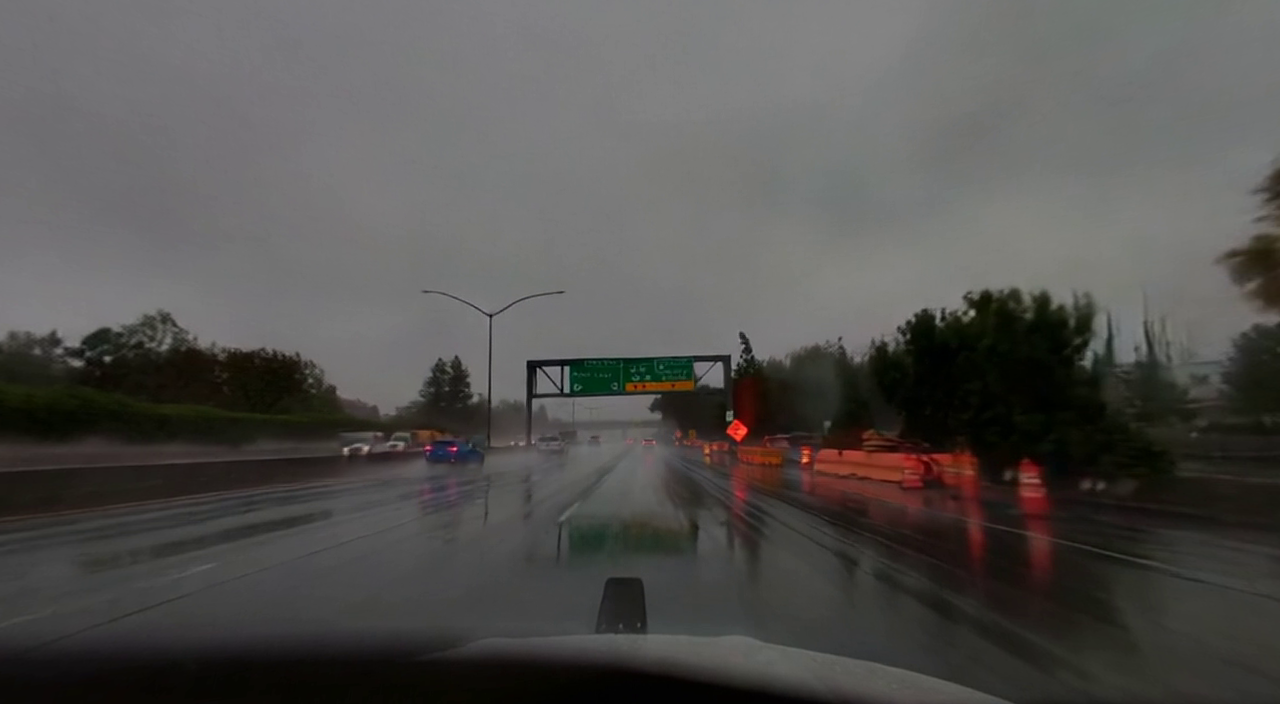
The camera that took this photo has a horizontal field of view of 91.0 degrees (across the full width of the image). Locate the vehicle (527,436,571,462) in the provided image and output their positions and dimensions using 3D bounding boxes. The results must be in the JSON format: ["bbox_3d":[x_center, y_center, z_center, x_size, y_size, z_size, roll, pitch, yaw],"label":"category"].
[{"bbox_3d":[-6.396,6.908,44.946,2.402,1.733,4.512,0,-8,1],"label":"vehicle"}]

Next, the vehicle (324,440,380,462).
[{"bbox_3d":[-22.289,7.697,48.945,2.186,1.619,4.359,0,-9,2],"label":"vehicle"}]

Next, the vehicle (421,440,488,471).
[{"bbox_3d":[-9.697,5.464,33.336,2.122,1.511,4.576,0,-8,0],"label":"vehicle"}]
